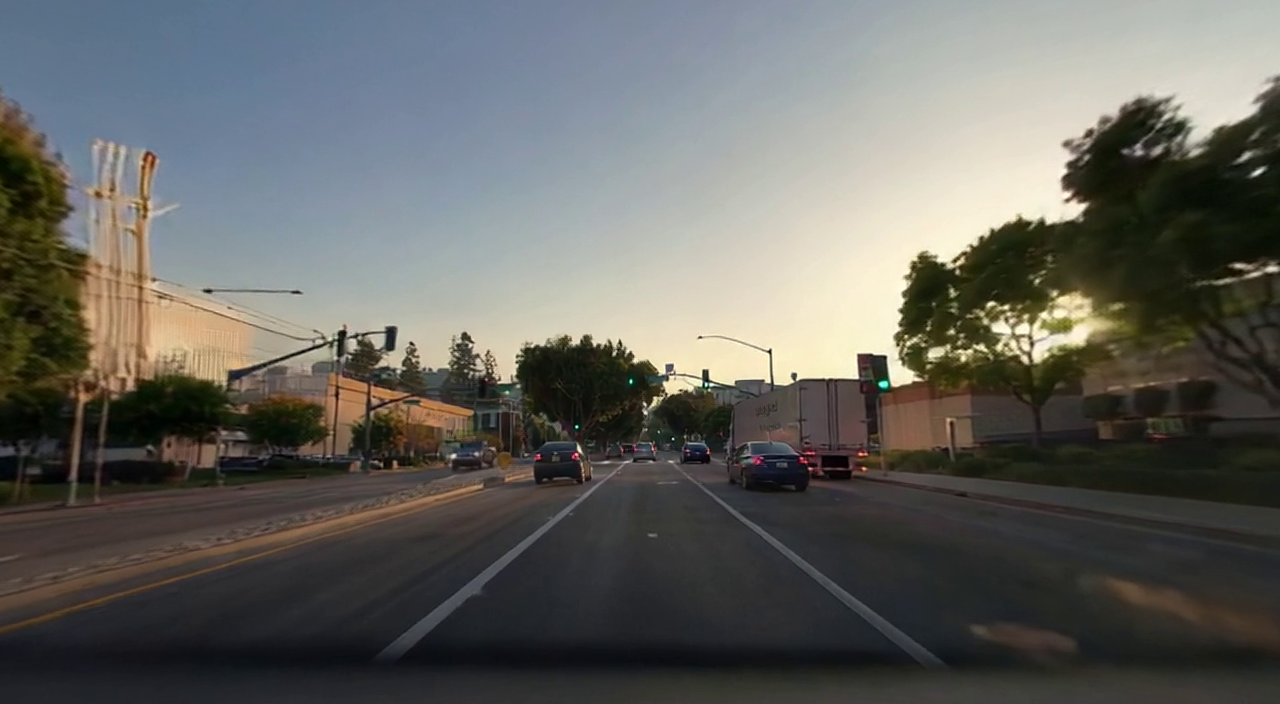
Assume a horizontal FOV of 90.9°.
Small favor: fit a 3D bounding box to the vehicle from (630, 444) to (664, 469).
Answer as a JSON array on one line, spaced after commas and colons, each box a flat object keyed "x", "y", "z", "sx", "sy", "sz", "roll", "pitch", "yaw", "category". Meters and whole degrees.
[{"x": 0.403, "y": 6.678, "z": 40.419, "sx": 2.020, "sy": 1.461, "sz": 4.326, "roll": 0, "pitch": -8, "yaw": -1, "category": "vehicle"}]

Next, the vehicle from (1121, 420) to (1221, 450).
[{"x": 36.390, "y": 5.707, "z": 43.269, "sx": 5.045, "sy": 1.644, "sz": 1.906, "roll": -3, "pitch": -8, "yaw": -2, "category": "vehicle"}]

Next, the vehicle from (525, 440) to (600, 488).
[{"x": -2.639, "y": 3.948, "z": 22.630, "sx": 2.003, "sy": 1.509, "sz": 4.396, "roll": -1, "pitch": -8, "yaw": 2, "category": "vehicle"}]

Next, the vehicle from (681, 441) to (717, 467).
[{"x": 3.915, "y": 6.879, "z": 42.661, "sx": 2.050, "sy": 1.683, "sz": 3.990, "roll": 0, "pitch": -8, "yaw": 0, "category": "vehicle"}]

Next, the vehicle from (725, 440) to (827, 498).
[{"x": 3.782, "y": 3.308, "z": 18.302, "sx": 1.972, "sy": 1.452, "sz": 4.189, "roll": 0, "pitch": -8, "yaw": -1, "category": "vehicle"}]

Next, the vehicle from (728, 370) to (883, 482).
[{"x": 7.568, "y": 4.113, "z": 32.950, "sx": 3.383, "sy": 4.268, "sz": 17.469, "roll": 0, "pitch": -8, "yaw": 0, "category": "vehicle"}]
